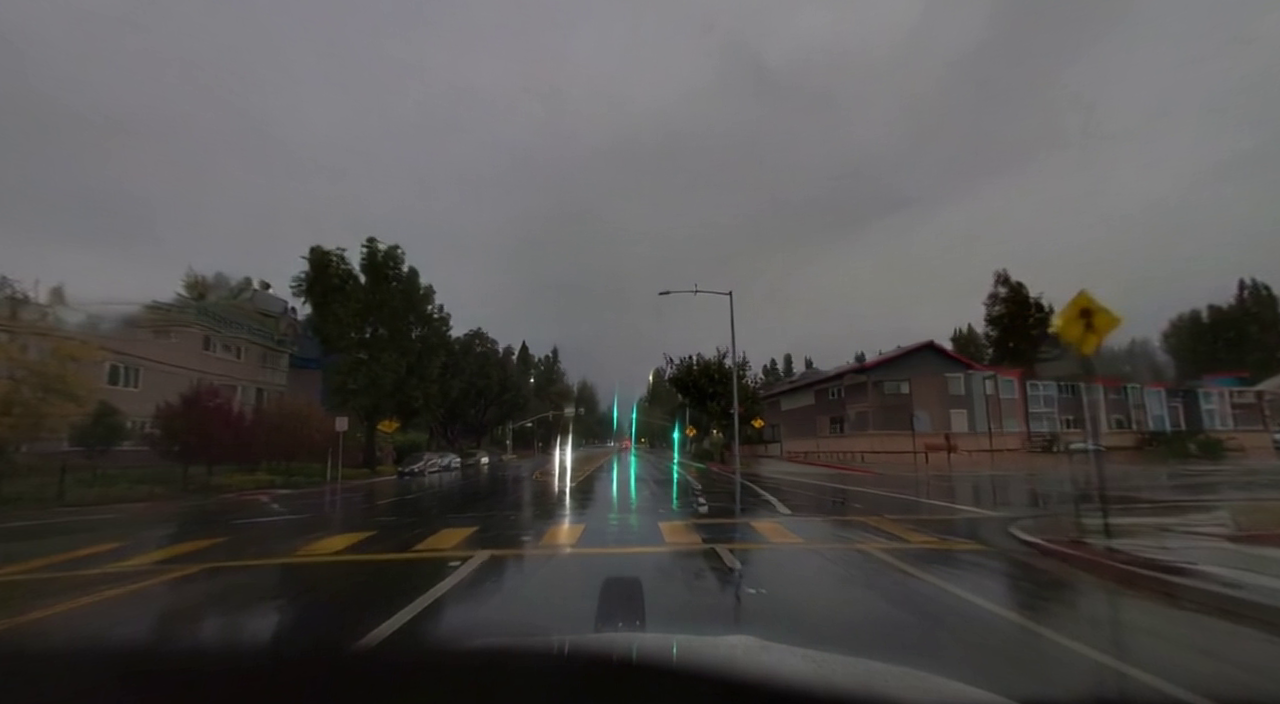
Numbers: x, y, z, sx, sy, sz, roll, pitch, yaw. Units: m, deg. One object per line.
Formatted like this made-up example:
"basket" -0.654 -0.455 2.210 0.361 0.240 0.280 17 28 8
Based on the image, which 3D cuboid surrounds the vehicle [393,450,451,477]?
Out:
"vehicle" -14.619 7.534 42.624 2.085 1.685 4.523 -1 -10 4
